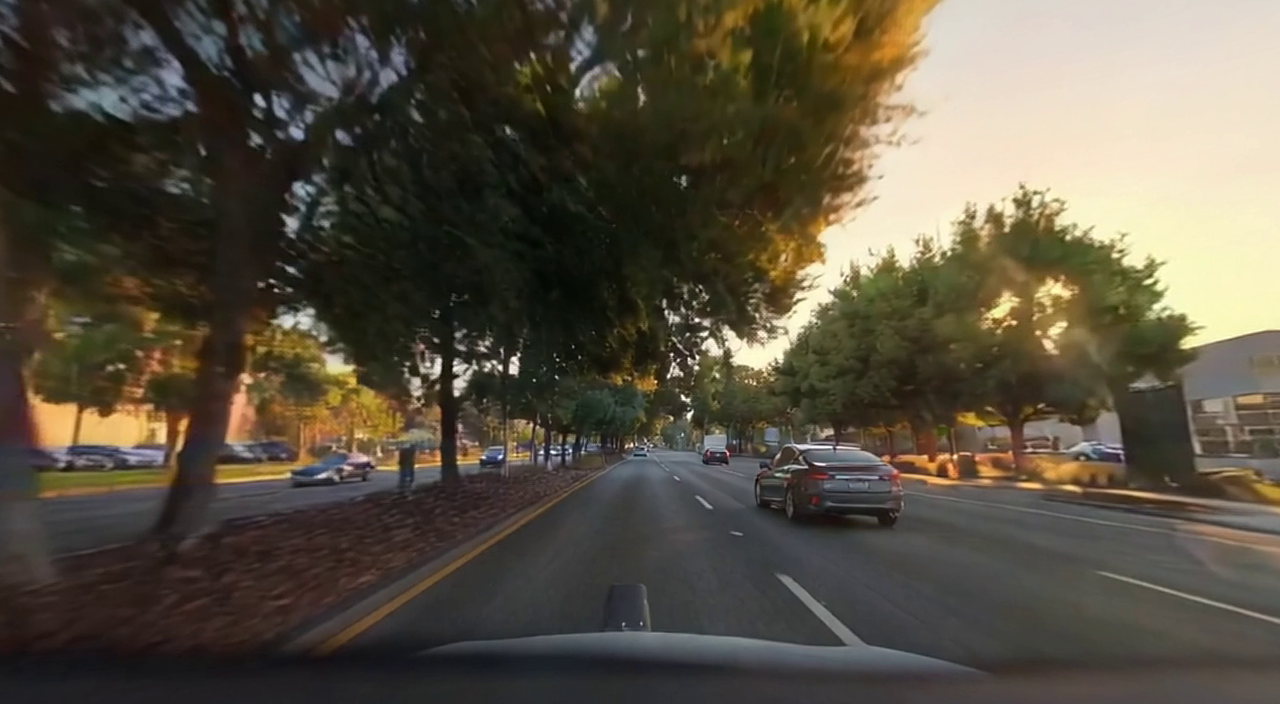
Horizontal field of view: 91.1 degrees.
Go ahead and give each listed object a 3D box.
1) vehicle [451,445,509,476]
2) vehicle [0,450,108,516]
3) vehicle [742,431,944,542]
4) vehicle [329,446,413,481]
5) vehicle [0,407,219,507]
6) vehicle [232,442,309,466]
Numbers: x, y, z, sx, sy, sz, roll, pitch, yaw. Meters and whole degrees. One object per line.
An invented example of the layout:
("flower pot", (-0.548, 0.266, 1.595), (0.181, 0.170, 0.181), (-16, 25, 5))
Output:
("vehicle", (-8.429, 5.734, 33.502), (1.926, 1.509, 4.303), (0, -9, 1))
("vehicle", (-15.383, 3.047, 14.657), (1.862, 1.460, 4.677), (0, -9, -1))
("vehicle", (3.173, 2.187, 10.917), (1.935, 1.501, 4.384), (0, -9, -2))
("vehicle", (-12.336, 5.121, 29.099), (1.878, 1.470, 4.477), (0, -9, 0))
("vehicle", (-18.576, 2.981, 17.542), (2.964, 2.641, 15.868), (-2, -9, 0))
("vehicle", (-28.939, 7.977, 49.238), (4.901, 1.520, 1.939), (-4, -7, -1))
